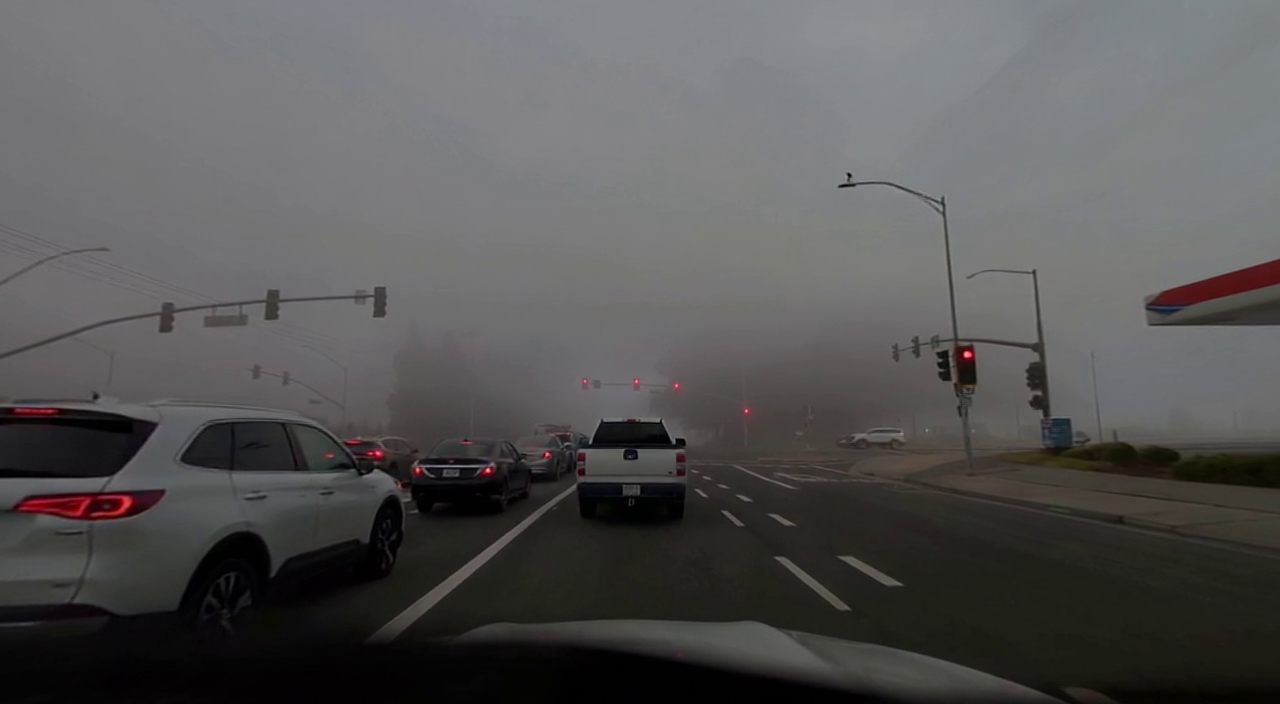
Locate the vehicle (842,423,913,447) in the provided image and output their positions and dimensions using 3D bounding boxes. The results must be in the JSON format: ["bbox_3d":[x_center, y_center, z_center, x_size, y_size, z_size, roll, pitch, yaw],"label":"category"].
[{"bbox_3d":[17.850,6.290,47.514,4.548,1.730,2.013,1,-9,-10],"label":"vehicle"}]

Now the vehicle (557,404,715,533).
[{"bbox_3d":[-0.078,2.024,11.522,2.224,1.819,5.005,0,-9,-1],"label":"vehicle"}]

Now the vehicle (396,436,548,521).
[{"bbox_3d":[-3.139,2.453,12.767,1.881,1.424,4.098,0,-9,1],"label":"vehicle"}]

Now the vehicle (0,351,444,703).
[{"bbox_3d":[-3.309,1.163,5.001,2.096,1.718,4.266,0,-8,0],"label":"vehicle"}]
